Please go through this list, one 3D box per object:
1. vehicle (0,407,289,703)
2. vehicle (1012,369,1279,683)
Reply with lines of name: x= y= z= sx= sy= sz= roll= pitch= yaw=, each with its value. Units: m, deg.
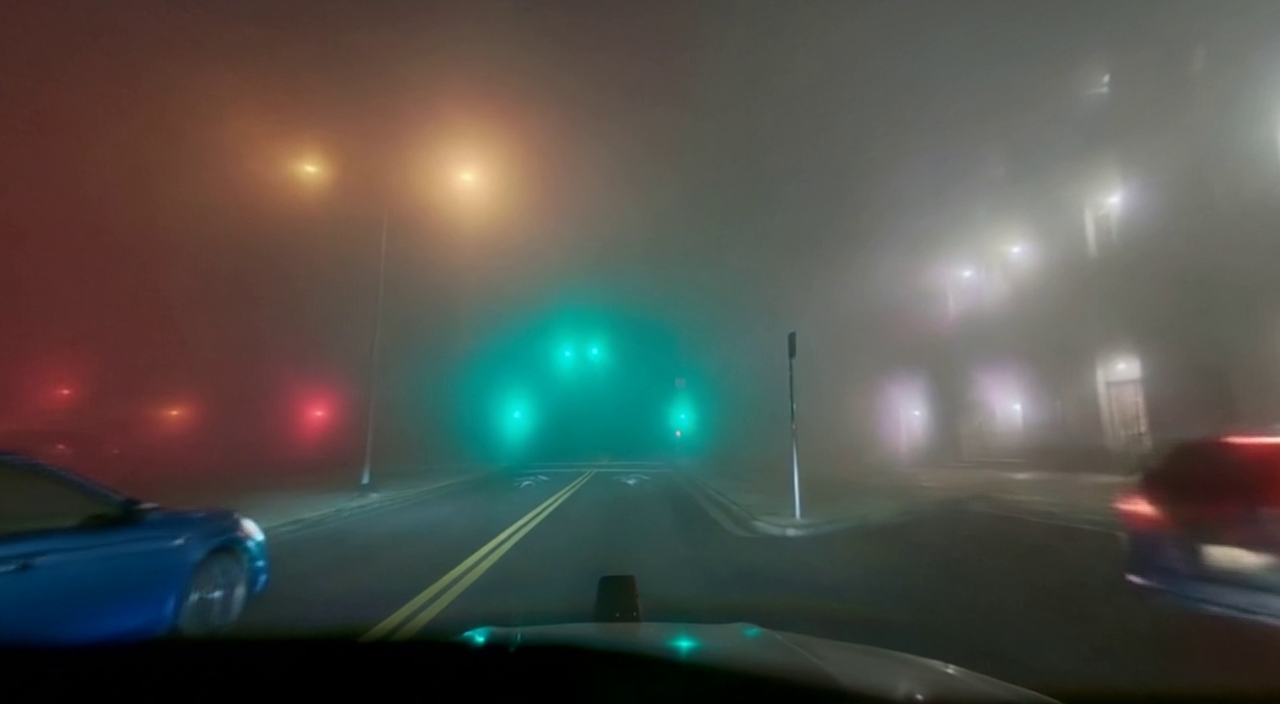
vehicle: x=-3.368 y=0.869 z=1.974 sx=1.898 sy=1.407 sz=4.652 roll=0 pitch=-8 yaw=-1
vehicle: x=4.831 y=0.989 z=4.205 sx=4.033 sy=1.514 sz=1.974 roll=3 pitch=-9 yaw=-25
